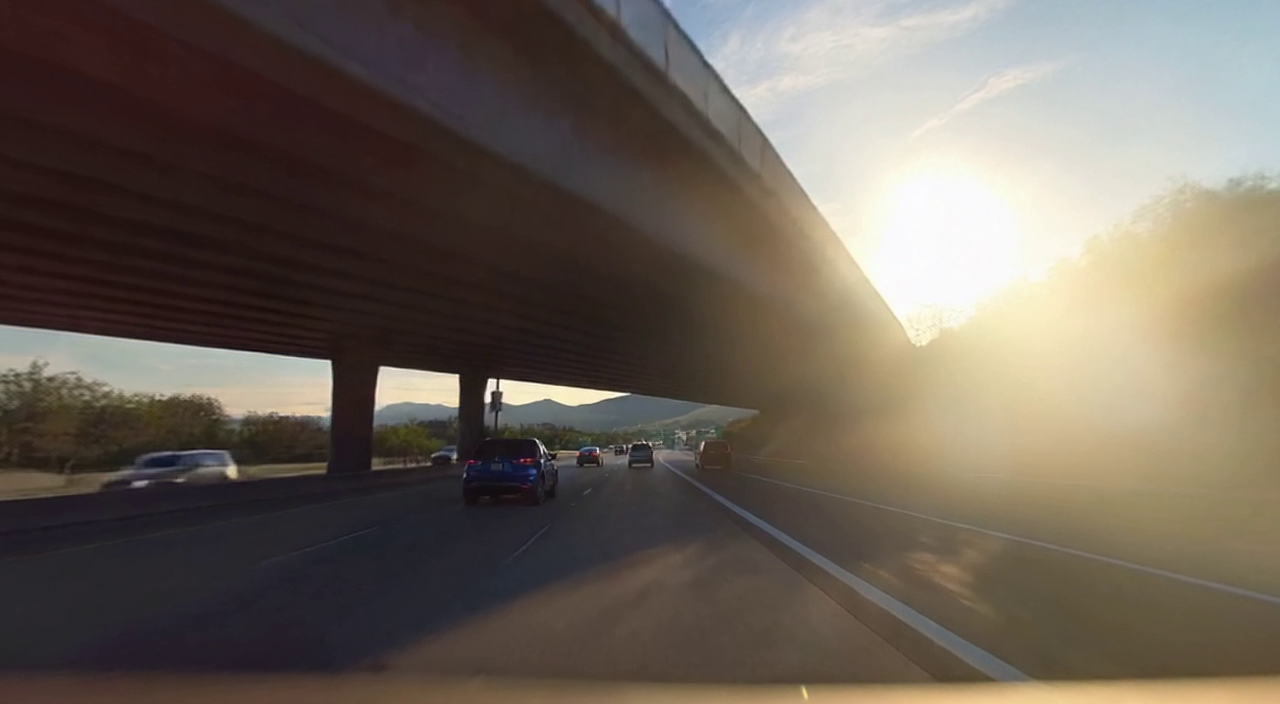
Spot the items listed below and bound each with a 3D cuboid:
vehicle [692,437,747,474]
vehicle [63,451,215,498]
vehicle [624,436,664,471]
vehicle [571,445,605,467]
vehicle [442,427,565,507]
[{"bbox_3d":[4.118,5.485,33.457,2.231,1.807,4.588,0,-9,-1],"label":"vehicle"},{"bbox_3d":[-18.737,4.551,23.872,1.905,1.558,4.504,0,-9,3],"label":"vehicle"},{"bbox_3d":[0.199,5.856,36.510,2.155,1.909,4.529,0,-9,0],"label":"vehicle"},{"bbox_3d":[-3.637,7.353,44.714,1.994,1.475,4.171,0,-9,0],"label":"vehicle"},{"bbox_3d":[-3.279,2.879,16.180,2.089,1.751,4.515,0,-9,0],"label":"vehicle"}]
